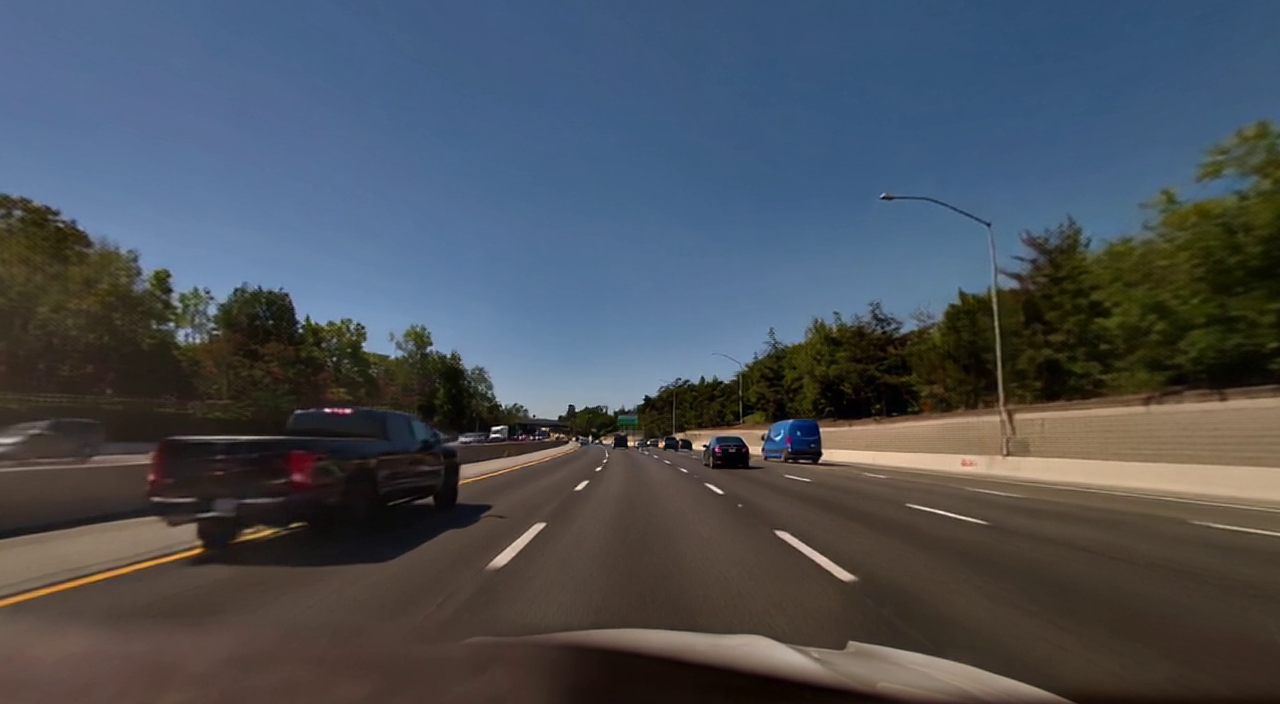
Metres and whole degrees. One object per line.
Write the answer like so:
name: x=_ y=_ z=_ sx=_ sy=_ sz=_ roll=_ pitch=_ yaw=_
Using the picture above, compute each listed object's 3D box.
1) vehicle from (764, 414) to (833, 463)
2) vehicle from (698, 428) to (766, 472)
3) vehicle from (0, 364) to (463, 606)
vehicle: x=9.838 y=5.492 z=39.886 sx=2.274 sy=2.802 sz=6.802 roll=0 pitch=-8 yaw=-3
vehicle: x=3.819 y=4.164 z=26.995 sx=2.141 sy=1.732 sz=4.279 roll=0 pitch=-8 yaw=-2
vehicle: x=-4.277 y=1.451 z=7.895 sx=2.331 sy=1.884 sz=5.787 roll=0 pitch=-8 yaw=1
